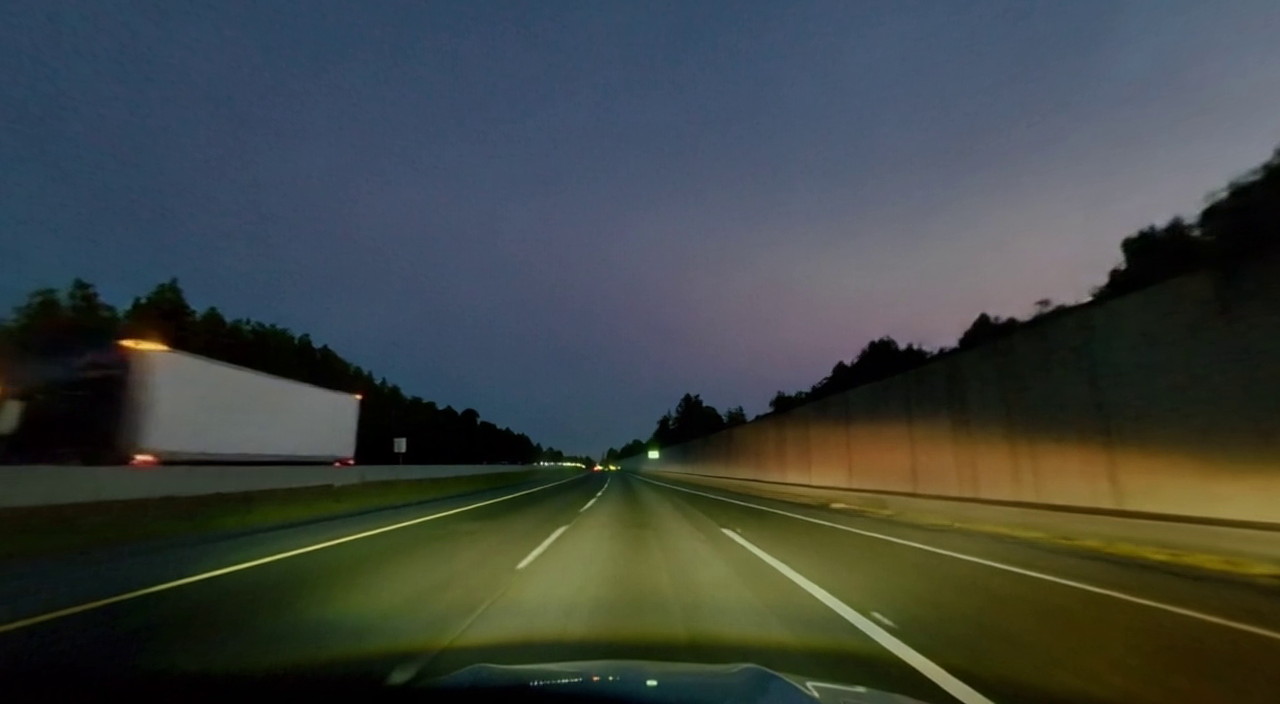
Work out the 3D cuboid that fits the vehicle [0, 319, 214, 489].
[{"bbox_3d":[-15.119,1.633,17.027,3.006,3.840,5.721,1,-10,-1],"label":"vehicle"}]
